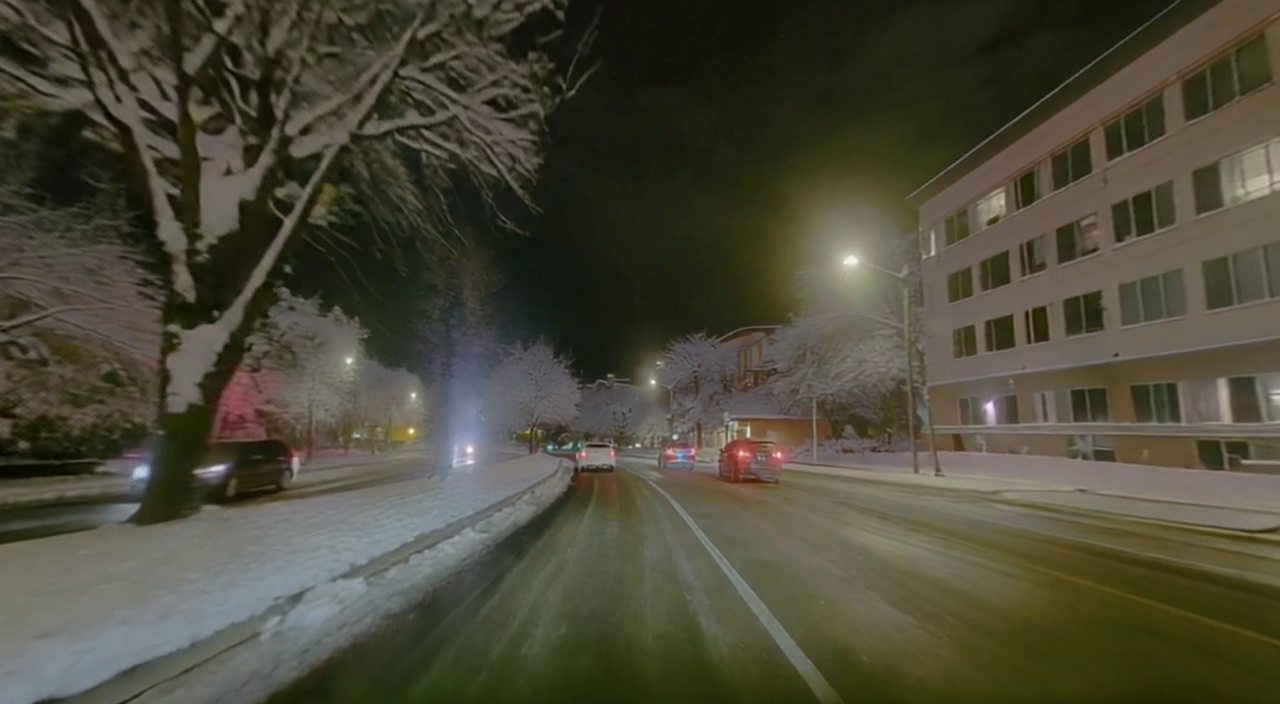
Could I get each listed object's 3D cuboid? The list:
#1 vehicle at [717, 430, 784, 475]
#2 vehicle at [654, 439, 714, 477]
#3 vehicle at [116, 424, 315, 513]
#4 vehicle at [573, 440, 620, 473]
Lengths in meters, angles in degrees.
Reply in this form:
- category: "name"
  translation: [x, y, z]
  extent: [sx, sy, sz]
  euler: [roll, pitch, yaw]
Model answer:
- category: "vehicle"
  translation: [5.242, 4.892, 30.757]
  extent: [2.052, 1.990, 4.736]
  euler: [0, -9, -5]
- category: "vehicle"
  translation: [1.810, 4.560, 27.352]
  extent: [1.993, 1.477, 4.240]
  euler: [0, -9, -4]
- category: "vehicle"
  translation: [-10.335, 2.860, 15.948]
  extent: [2.166, 1.867, 4.459]
  euler: [0, -9, -5]
- category: "vehicle"
  translation: [-2.113, 4.991, 30.310]
  extent: [2.101, 1.444, 4.248]
  euler: [0, -9, -5]
